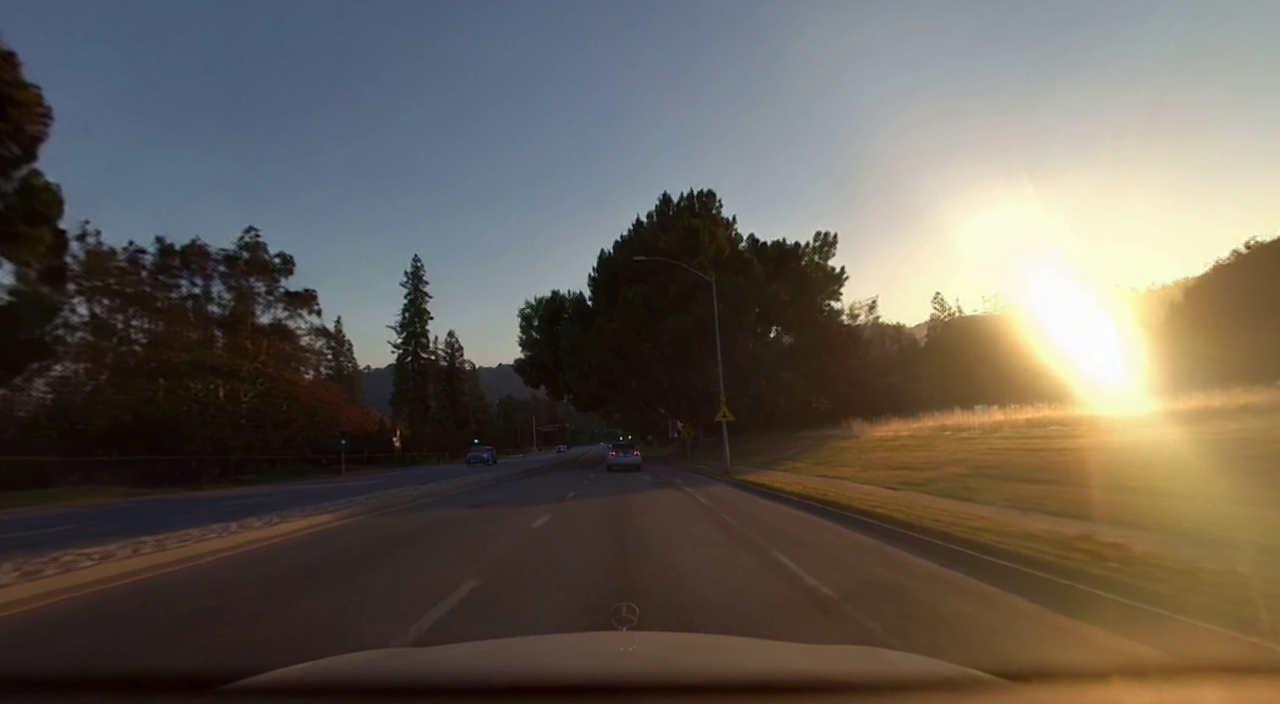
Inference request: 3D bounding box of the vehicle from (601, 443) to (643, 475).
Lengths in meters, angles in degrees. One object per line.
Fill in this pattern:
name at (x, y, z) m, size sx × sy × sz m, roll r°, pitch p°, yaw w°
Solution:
vehicle at (-0.870, 5.261, 31.095) m, size 1.954 × 1.469 × 3.465 m, roll 0°, pitch -8°, yaw -1°
